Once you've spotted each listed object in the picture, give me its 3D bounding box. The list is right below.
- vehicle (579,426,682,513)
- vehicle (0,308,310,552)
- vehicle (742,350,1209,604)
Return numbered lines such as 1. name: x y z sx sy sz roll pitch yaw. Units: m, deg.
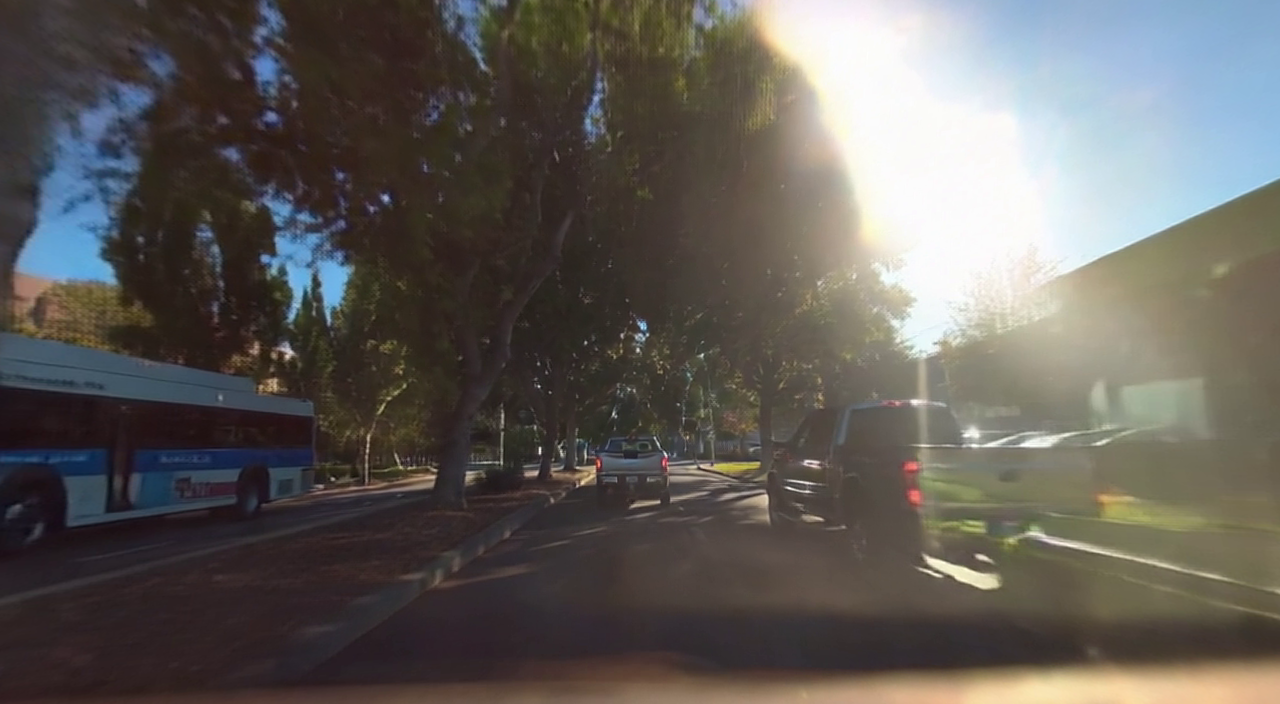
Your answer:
1. vehicle: -0.188 2.914 16.249 2.157 1.816 5.804 0 -9 0
2. vehicle: -12.229 1.844 14.150 2.996 4.022 12.692 0 -9 -1
3. vehicle: 3.672 1.691 9.616 2.802 2.303 7.582 0 -9 -1
